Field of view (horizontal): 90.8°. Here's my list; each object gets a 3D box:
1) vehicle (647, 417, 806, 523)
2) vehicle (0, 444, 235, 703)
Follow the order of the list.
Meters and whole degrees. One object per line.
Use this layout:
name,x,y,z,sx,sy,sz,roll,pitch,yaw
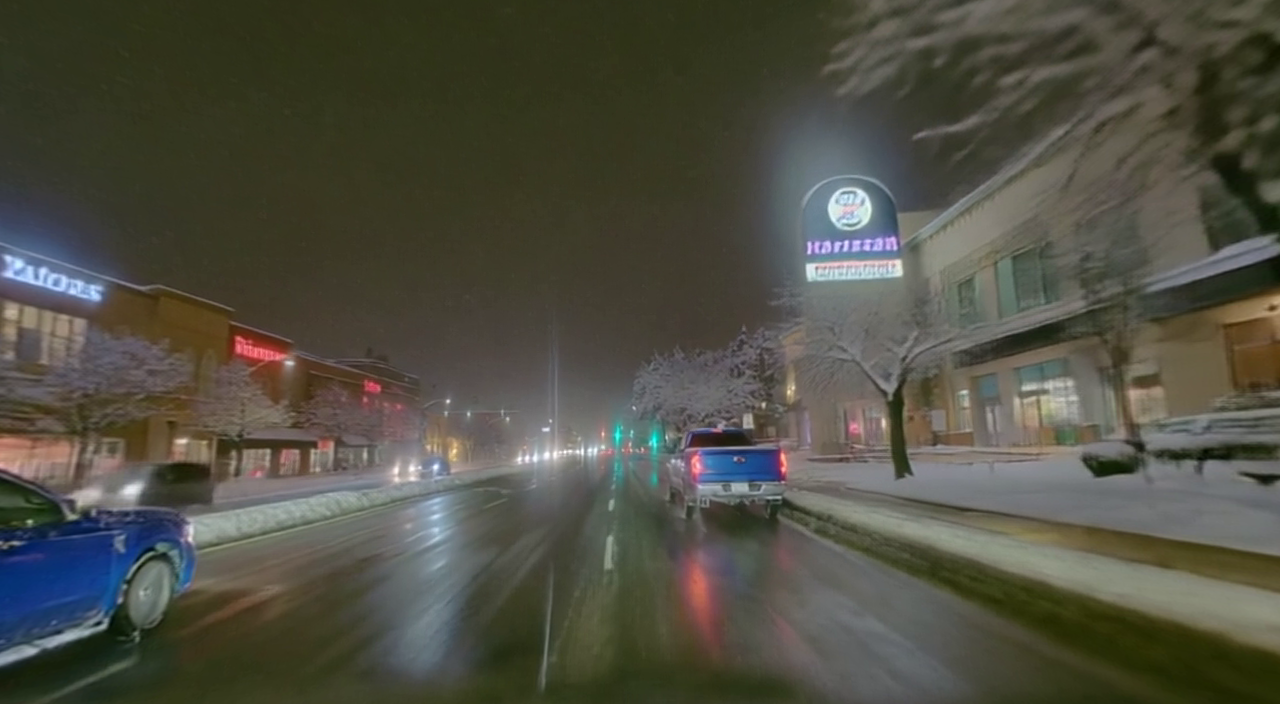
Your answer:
vehicle,1.642,2.630,14.699,2.590,1.932,5.776,1,-9,-3
vehicle,-4.388,1.177,3.135,1.888,1.424,4.553,0,-9,-3
